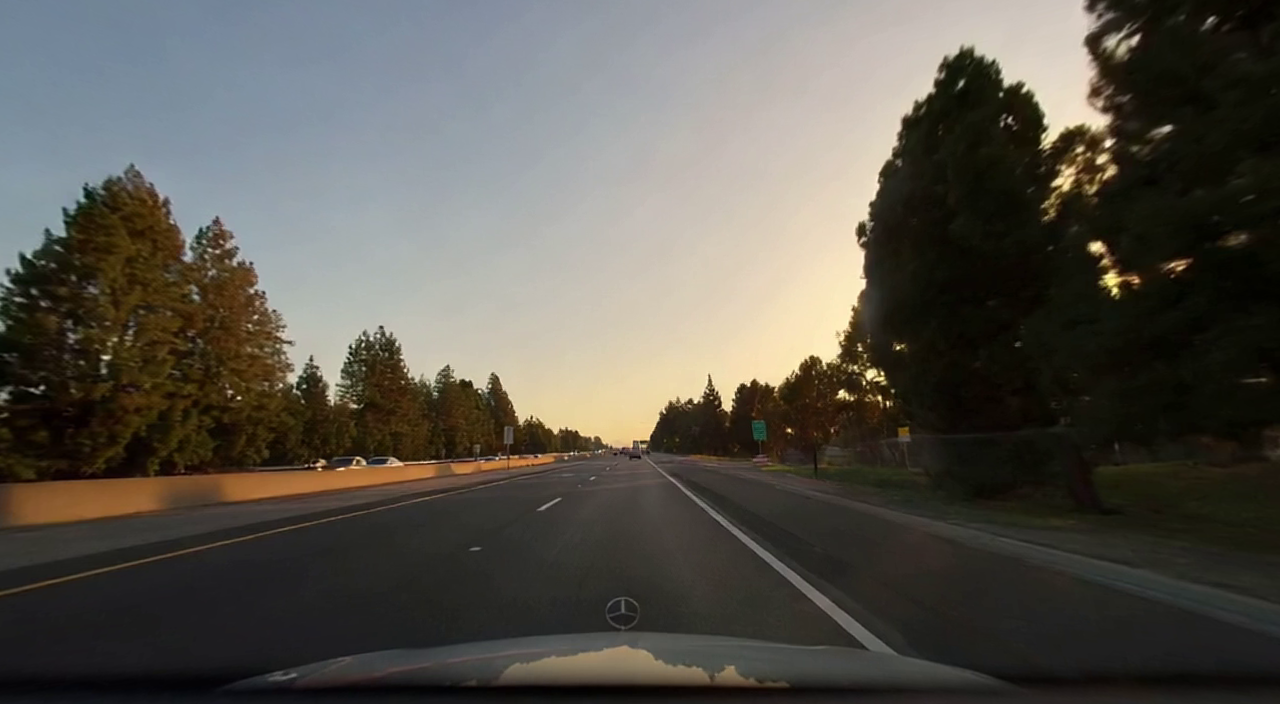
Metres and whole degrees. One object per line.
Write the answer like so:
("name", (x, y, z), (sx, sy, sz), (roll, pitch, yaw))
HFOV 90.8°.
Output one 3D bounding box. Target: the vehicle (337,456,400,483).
("vehicle", (-16.930, 7.329, 39.572), (1.961, 1.512, 4.406), (0, -9, 0))
